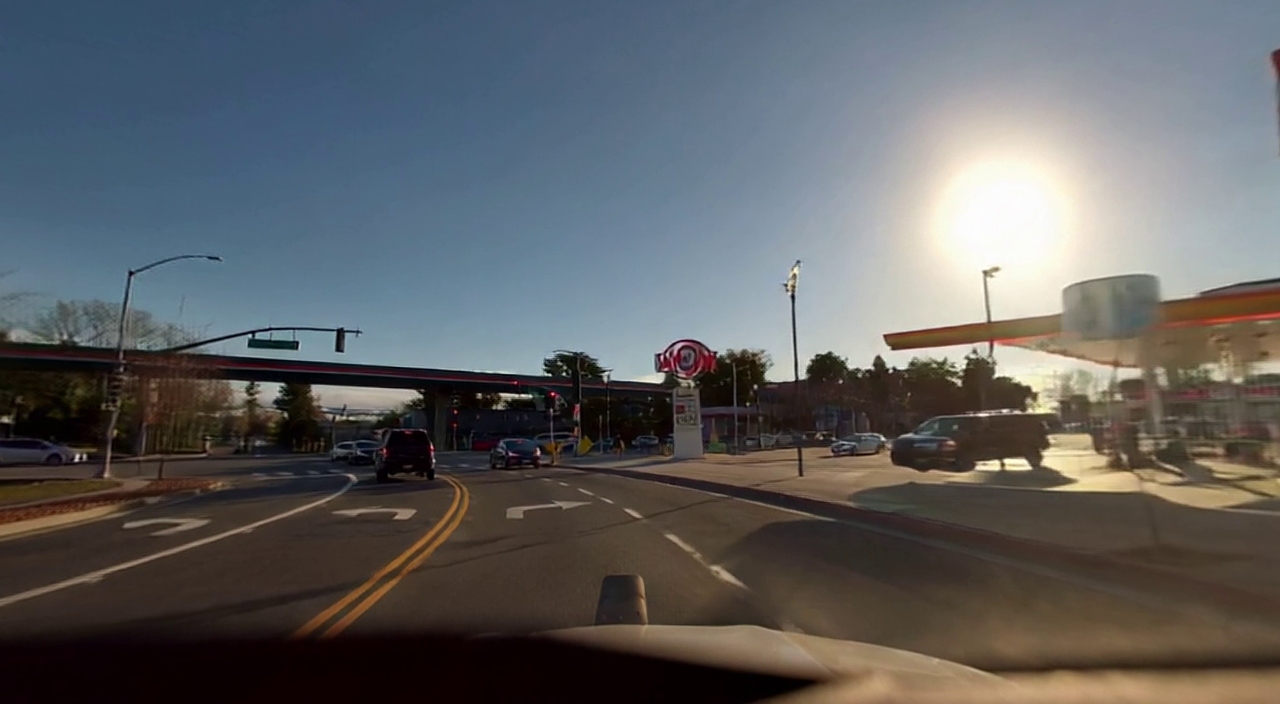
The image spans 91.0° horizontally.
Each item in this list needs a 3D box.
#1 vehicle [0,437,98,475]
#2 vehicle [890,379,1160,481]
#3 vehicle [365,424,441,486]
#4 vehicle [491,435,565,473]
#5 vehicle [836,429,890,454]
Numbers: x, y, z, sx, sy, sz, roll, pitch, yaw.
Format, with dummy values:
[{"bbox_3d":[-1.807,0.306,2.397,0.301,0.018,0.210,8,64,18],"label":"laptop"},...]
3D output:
[{"bbox_3d":[-29.847,5.060,30.797,4.632,1.757,2.073,6,-10,-32],"label":"vehicle"},{"bbox_3d":[13.657,2.917,23.028,2.906,3.106,7.741,8,-12,-43],"label":"vehicle"},{"bbox_3d":[-8.843,3.761,23.206,2.254,2.006,4.766,4,-9,-23],"label":"vehicle"},{"bbox_3d":[-5.869,5.238,32.599,2.202,1.822,4.826,5,-10,-30],"label":"vehicle"},{"bbox_3d":[17.131,6.860,48.237,2.160,1.764,4.595,-7,-11,43],"label":"vehicle"}]
